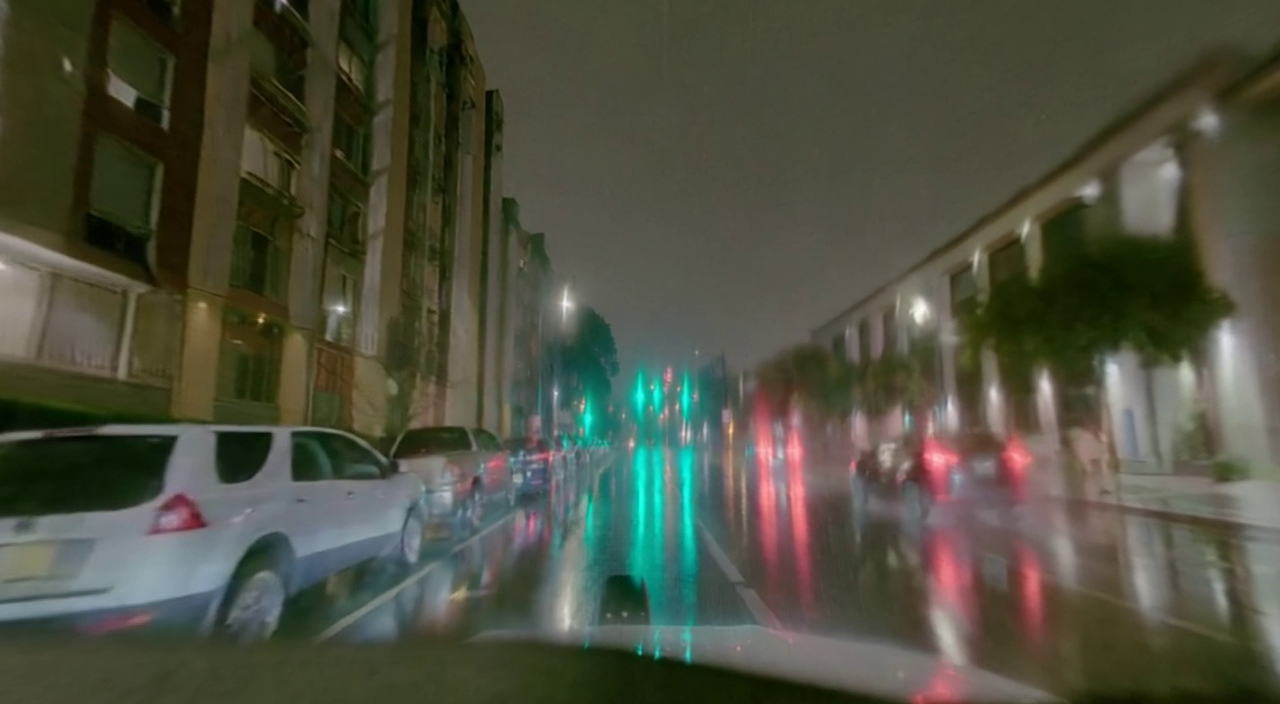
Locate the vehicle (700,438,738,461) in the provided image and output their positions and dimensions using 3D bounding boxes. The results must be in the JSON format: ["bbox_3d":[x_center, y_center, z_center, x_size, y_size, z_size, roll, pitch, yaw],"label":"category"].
[{"bbox_3d":[5.272,6.580,42.558,1.917,1.467,4.452,0,-8,-1],"label":"vehicle"}]

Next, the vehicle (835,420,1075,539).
[{"bbox_3d":[4.957,2.050,10.745,1.891,1.599,4.173,0,-8,0],"label":"vehicle"}]

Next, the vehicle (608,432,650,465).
[{"bbox_3d":[-0.584,5.212,34.108,2.122,1.689,3.885,0,-8,0],"label":"vehicle"}]

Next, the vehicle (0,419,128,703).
[{"bbox_3d":[-3.088,0.675,0.229,1.957,1.435,4.662,0,-8,-1],"label":"vehicle"}]

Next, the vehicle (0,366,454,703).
[{"bbox_3d":[-3.227,1.238,5.239,1.951,1.671,4.615,0,-8,0],"label":"vehicle"}]

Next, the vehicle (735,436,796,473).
[{"bbox_3d":[5.274,4.369,26.943,1.799,1.463,3.464,0,-8,-2],"label":"vehicle"}]
